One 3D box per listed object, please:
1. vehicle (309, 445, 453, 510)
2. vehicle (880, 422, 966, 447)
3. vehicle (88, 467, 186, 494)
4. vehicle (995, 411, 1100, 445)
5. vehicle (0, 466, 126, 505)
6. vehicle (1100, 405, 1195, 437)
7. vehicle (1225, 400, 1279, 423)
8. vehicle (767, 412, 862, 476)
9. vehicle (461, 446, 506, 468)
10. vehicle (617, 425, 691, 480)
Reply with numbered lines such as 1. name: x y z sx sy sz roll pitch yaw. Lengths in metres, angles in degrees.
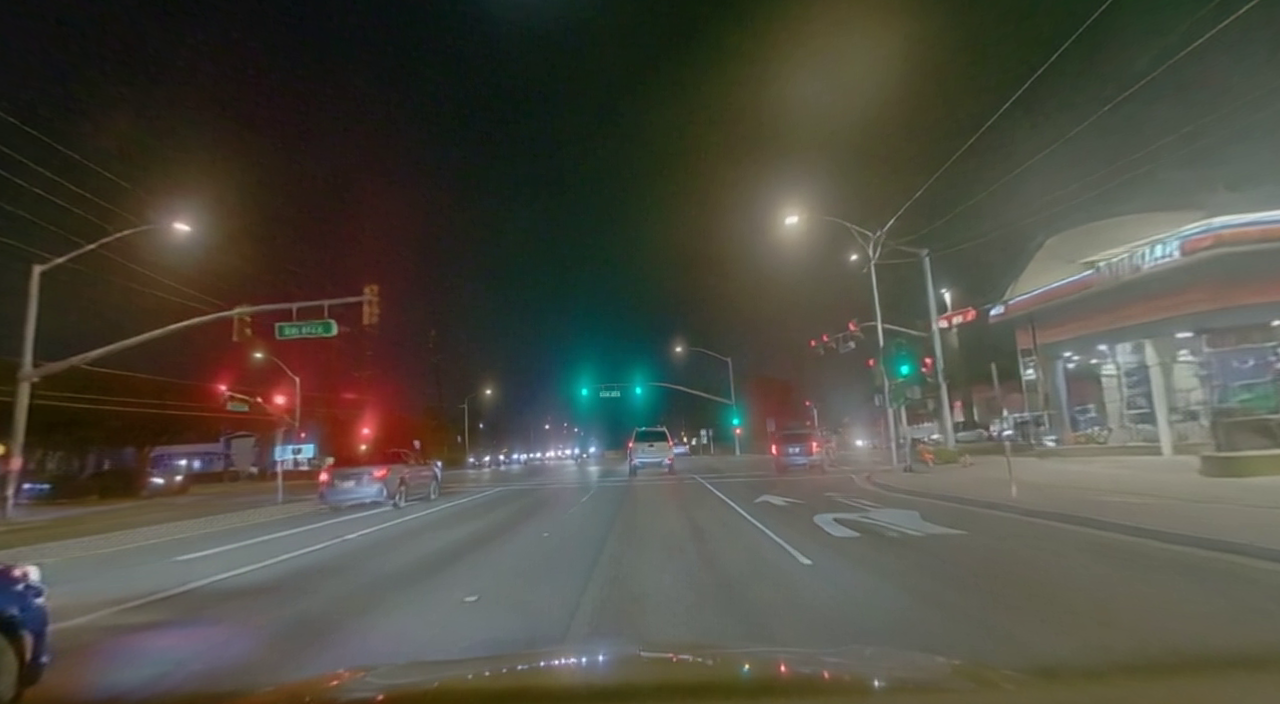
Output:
1. vehicle: -6.634 3.221 16.797 1.966 1.461 4.422 0 -8 0
2. vehicle: 17.693 5.175 39.568 4.430 1.480 1.923 0 -8 -1
3. vehicle: -30.497 7.785 38.293 4.269 1.436 1.976 0 -8 2
4. vehicle: 22.188 4.165 34.433 4.386 1.760 2.228 1 -8 -11
5. vehicle: -29.802 6.815 32.374 4.890 1.806 2.205 0 -8 2
6. vehicle: 34.455 4.701 42.883 4.819 1.562 1.877 -6 -8 -3
7. vehicle: 43.587 4.106 43.483 4.379 1.492 1.995 0 -8 0
8. vehicle: 6.945 3.555 24.545 2.452 2.148 5.877 -4 -9 26
9. vehicle: -11.208 7.539 45.443 2.016 1.468 4.612 0 -8 0
10. vehicle: 0.459 3.820 24.260 2.513 1.854 5.235 0 -8 0
